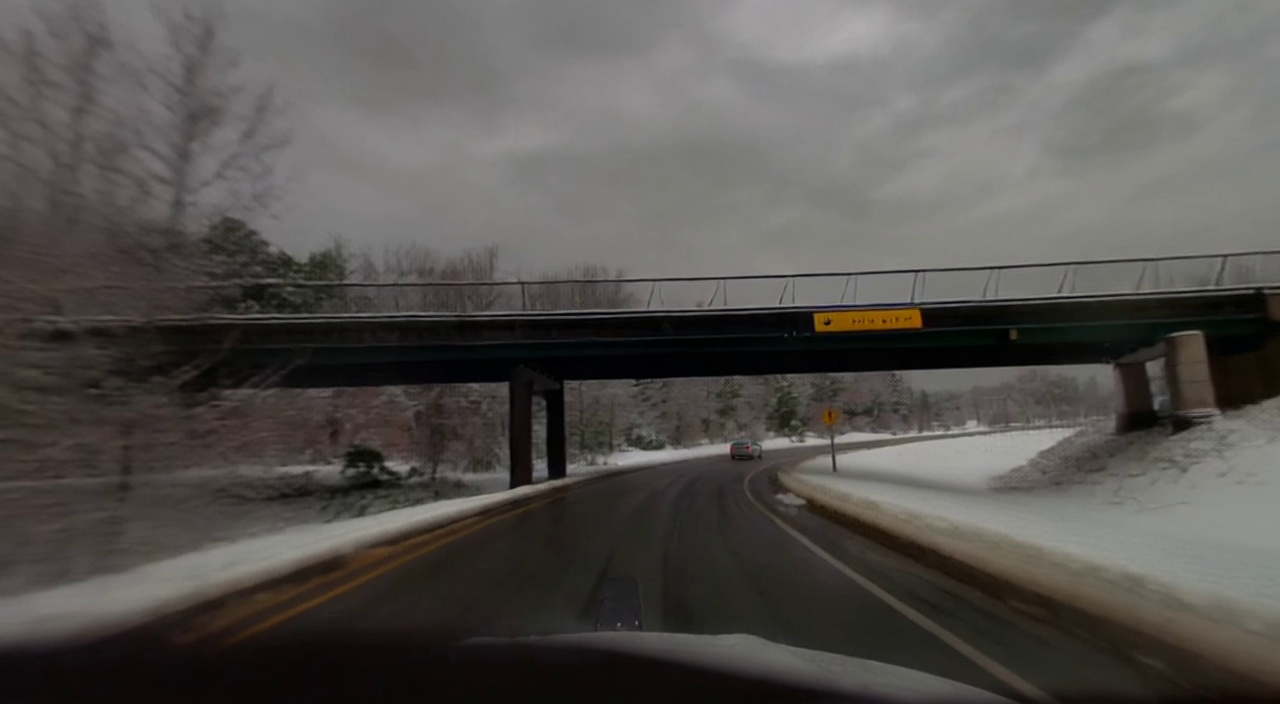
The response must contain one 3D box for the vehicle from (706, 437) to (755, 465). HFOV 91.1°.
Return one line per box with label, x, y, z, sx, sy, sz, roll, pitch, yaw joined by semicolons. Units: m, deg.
vehicle;5.116;5.532;35.135;1.980;1.449;3.650;-4;-9;20
